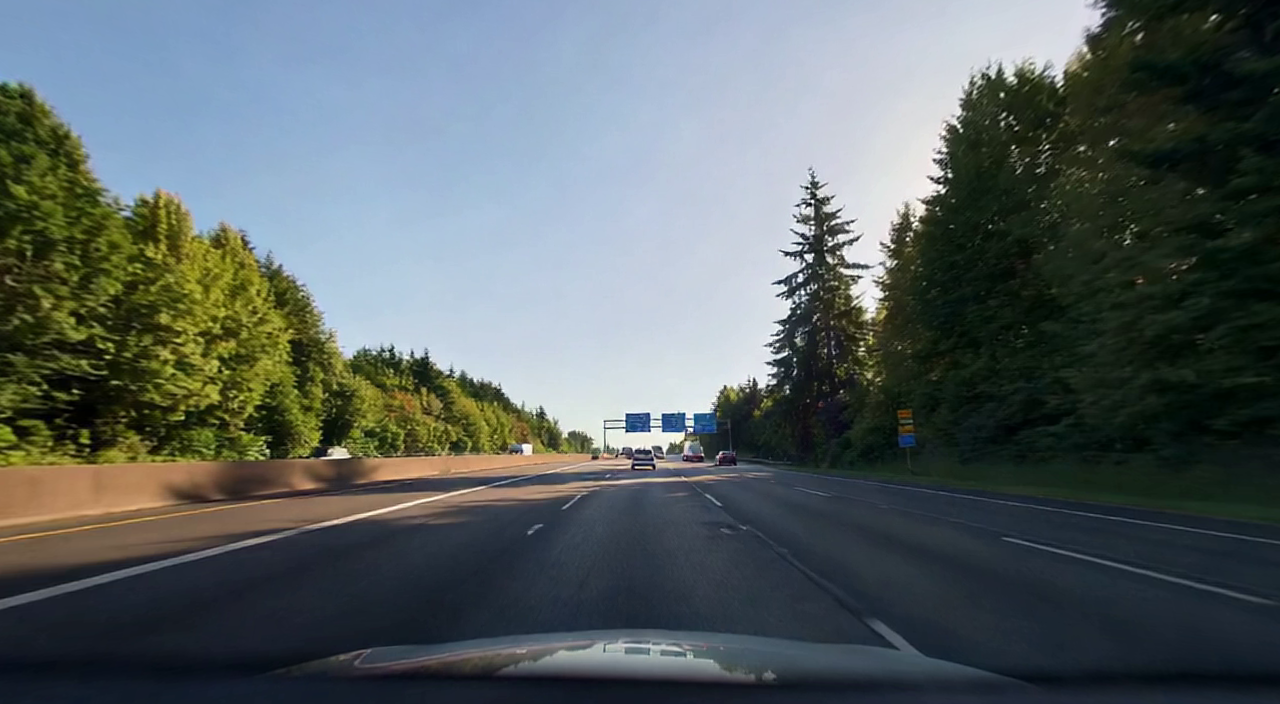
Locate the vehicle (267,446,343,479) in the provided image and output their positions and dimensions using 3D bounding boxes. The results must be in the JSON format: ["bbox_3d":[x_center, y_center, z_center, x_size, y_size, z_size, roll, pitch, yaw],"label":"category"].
[{"bbox_3d":[-22.015,7.272,41.696,2.304,2.014,4.802,0,-9,1],"label":"vehicle"}]

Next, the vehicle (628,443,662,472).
[{"bbox_3d":[0.319,7.096,42.403,2.167,1.847,4.097,0,-9,0],"label":"vehicle"}]
